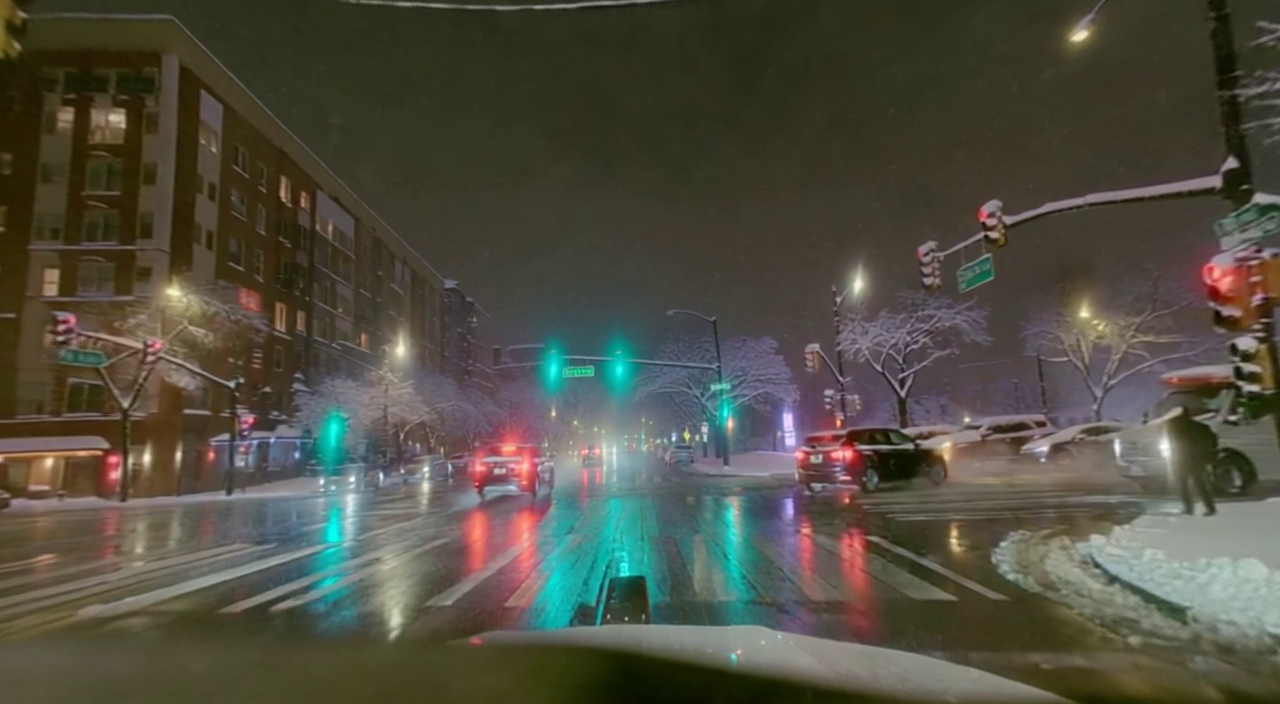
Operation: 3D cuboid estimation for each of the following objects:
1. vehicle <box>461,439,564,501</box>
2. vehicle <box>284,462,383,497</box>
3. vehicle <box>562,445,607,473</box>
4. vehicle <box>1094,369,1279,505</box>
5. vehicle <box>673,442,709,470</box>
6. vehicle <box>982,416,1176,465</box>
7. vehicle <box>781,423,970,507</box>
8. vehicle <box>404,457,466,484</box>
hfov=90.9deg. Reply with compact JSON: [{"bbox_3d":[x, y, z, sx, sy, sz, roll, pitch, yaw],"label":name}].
[{"bbox_3d":[-3.376,3.192,17.420,1.973,1.496,3.713,0,-8,2],"label":"vehicle"},{"bbox_3d":[-15.257,6.352,31.687,1.999,1.466,4.535,-2,-9,14],"label":"vehicle"},{"bbox_3d":[-3.037,5.958,35.371,1.916,1.487,4.535,0,-8,2],"label":"vehicle"},{"bbox_3d":[11.957,1.537,11.465,5.523,2.219,2.251,0,-8,1],"label":"vehicle"},{"bbox_3d":[3.336,6.925,42.121,1.924,1.765,3.954,0,-8,-2],"label":"vehicle"},{"bbox_3d":[13.997,2.859,20.335,4.801,1.497,1.895,0,-8,0],"label":"vehicle"},{"bbox_3d":[5.206,2.353,13.599,2.153,1.480,4.540,-8,-11,43],"label":"vehicle"},{"bbox_3d":[-12.349,7.154,38.312,1.934,1.434,4.636,-1,-8,4],"label":"vehicle"}]
